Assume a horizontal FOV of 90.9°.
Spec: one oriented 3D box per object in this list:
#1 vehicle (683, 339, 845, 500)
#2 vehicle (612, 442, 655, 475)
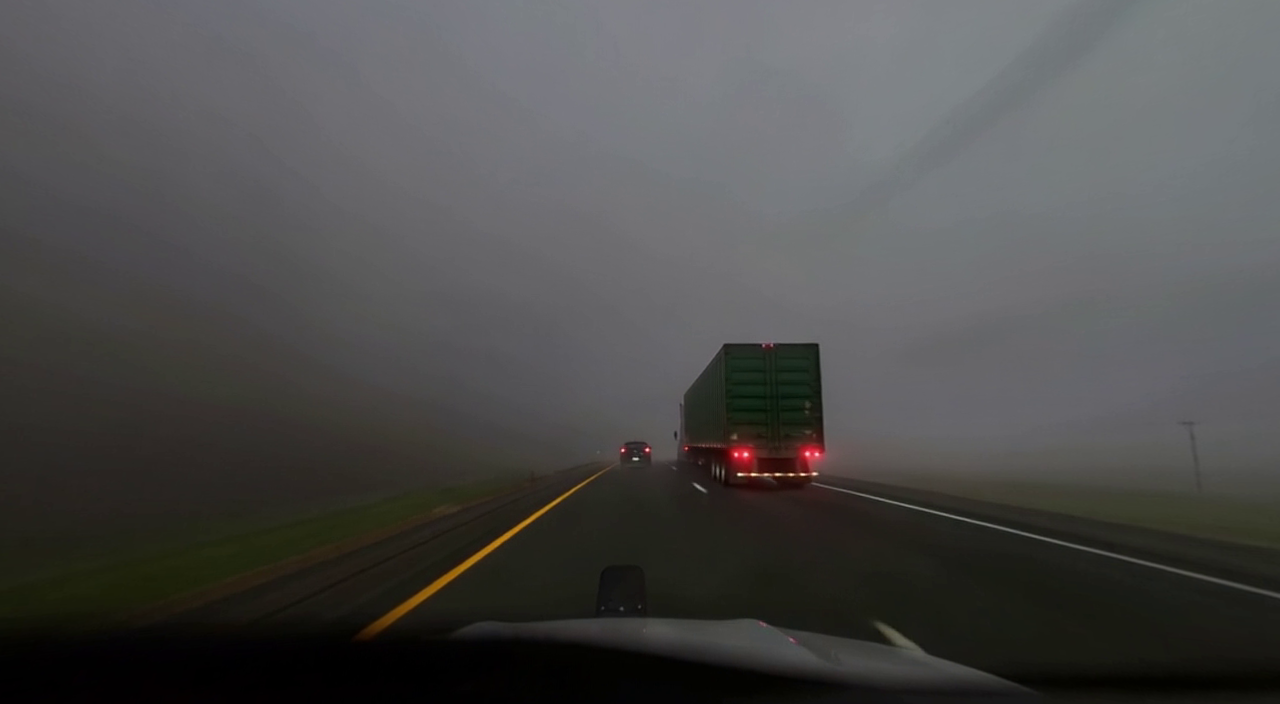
[{"bbox_3d":[3.738,2.891,24.358,2.929,4.158,15.921,0,-8,0],"label":"vehicle"},{"bbox_3d":[-0.273,5.199,31.063,1.968,1.515,4.025,-1,-8,0],"label":"vehicle"}]
